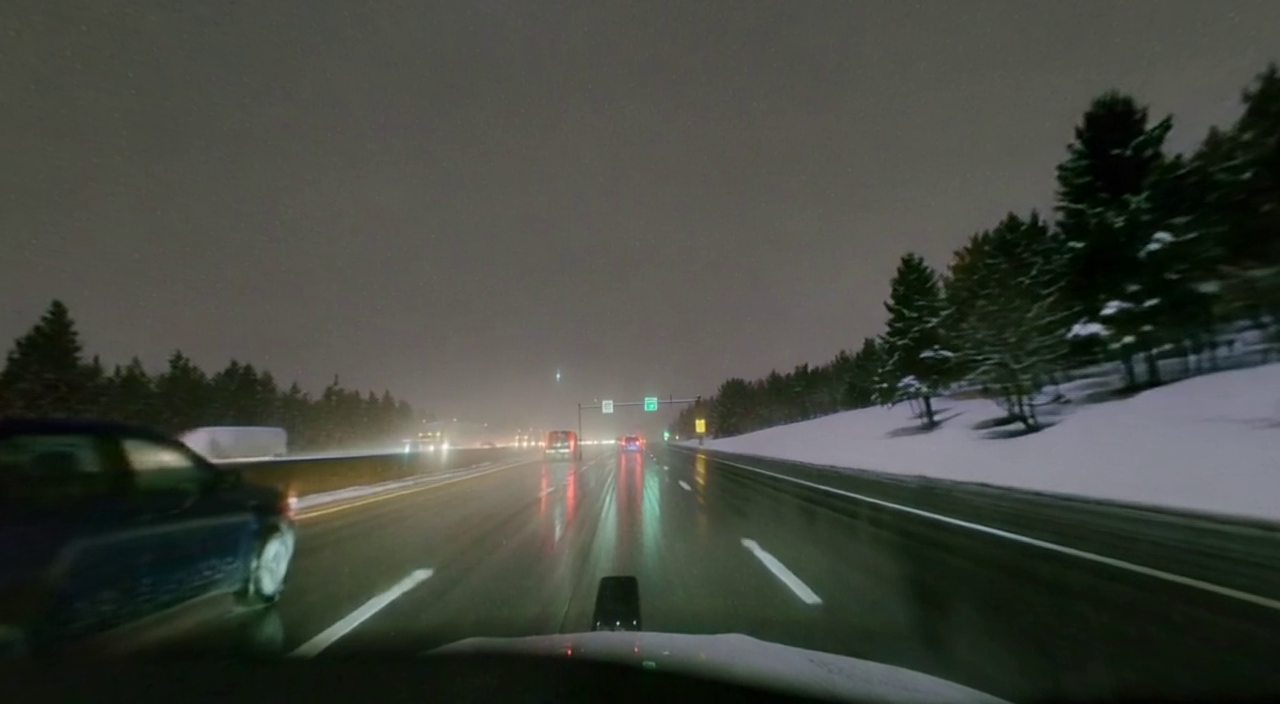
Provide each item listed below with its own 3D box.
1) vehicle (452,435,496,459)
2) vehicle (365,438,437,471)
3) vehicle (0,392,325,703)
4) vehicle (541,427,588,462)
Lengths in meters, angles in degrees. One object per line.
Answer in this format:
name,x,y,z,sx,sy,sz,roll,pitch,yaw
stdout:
vehicle,-12.120,6.963,46.177,1.961,1.644,4.247,-1,-8,1
vehicle,-11.785,5.046,31.306,1.891,1.522,4.210,0,-8,0
vehicle,-3.818,1.066,3.516,1.953,1.550,4.167,0,-8,0
vehicle,-4.332,5.392,36.871,2.115,1.887,4.721,0,-8,0
